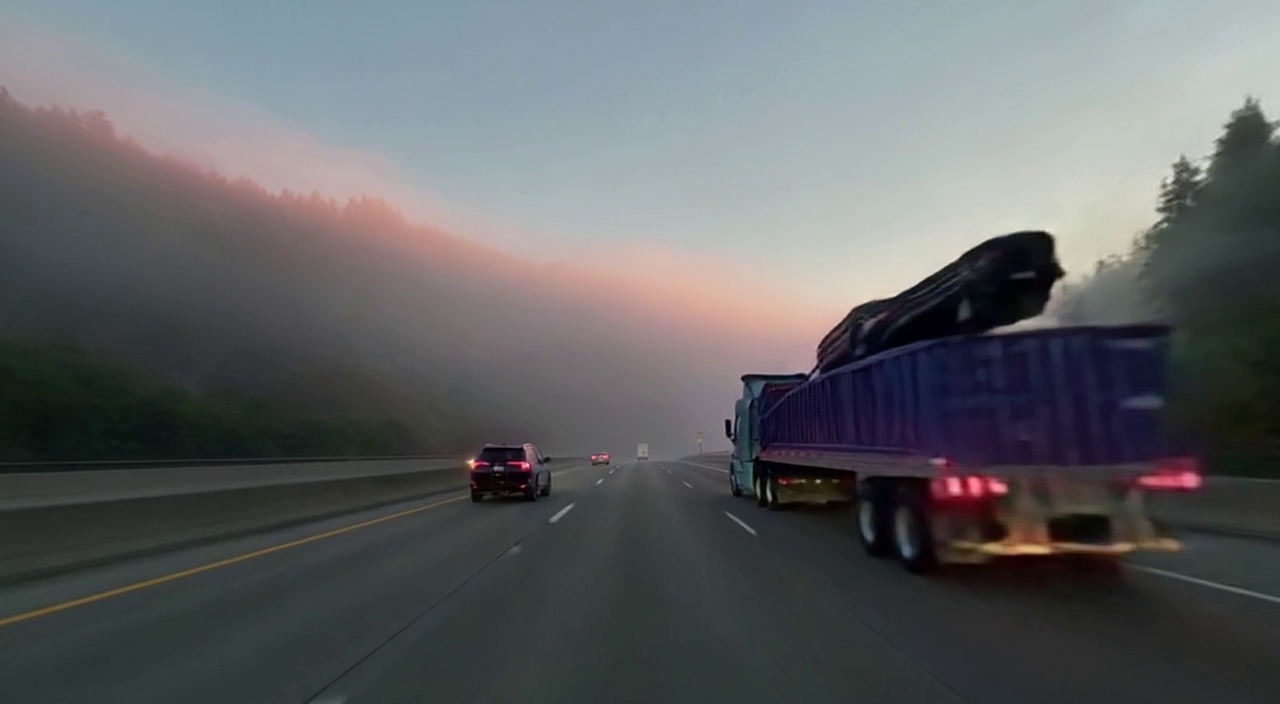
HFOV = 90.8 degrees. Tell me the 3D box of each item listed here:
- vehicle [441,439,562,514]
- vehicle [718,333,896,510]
[{"bbox_3d":[-3.117,2.899,15.146,1.944,1.548,4.051,0,-9,1],"label":"vehicle"},{"bbox_3d":[3.989,1.931,16.774,3.016,3.891,5.767,0,-9,-1],"label":"vehicle"}]
